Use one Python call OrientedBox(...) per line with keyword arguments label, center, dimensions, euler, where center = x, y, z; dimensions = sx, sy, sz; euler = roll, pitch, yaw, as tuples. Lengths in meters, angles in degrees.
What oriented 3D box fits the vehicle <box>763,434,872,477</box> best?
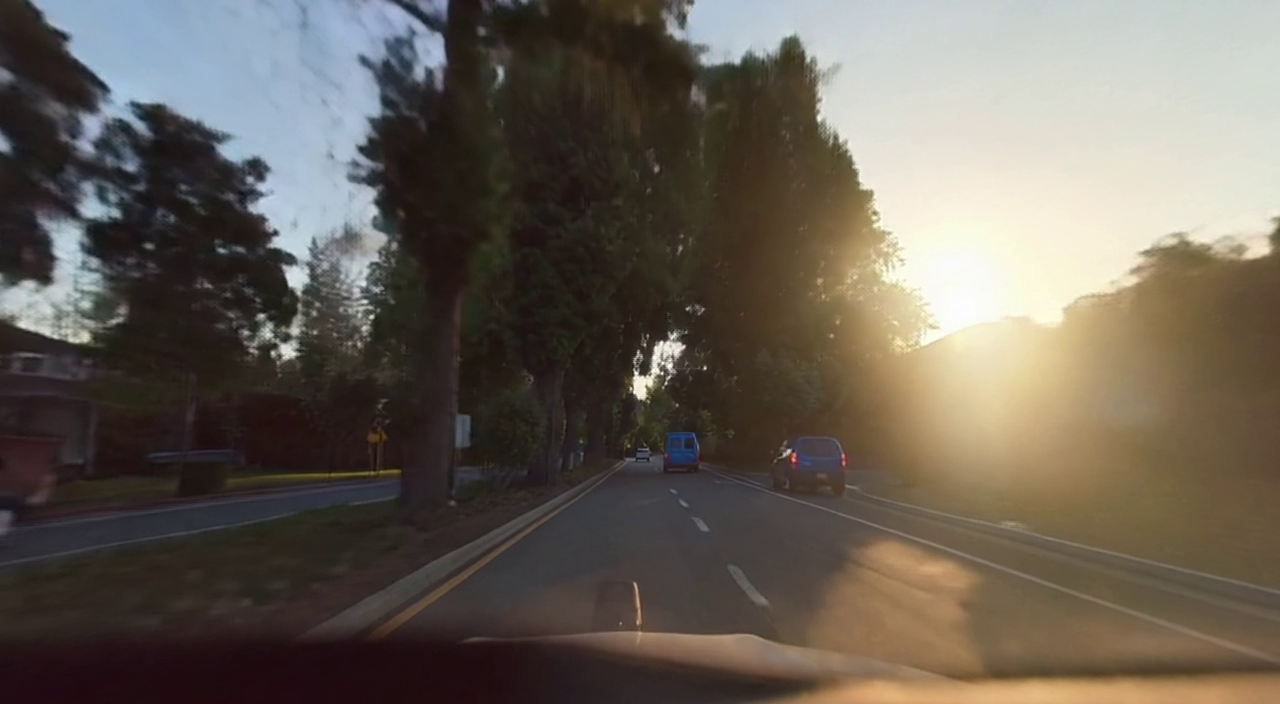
OrientedBox(label="vehicle", center=(9.208, 5.424, 33.262), dimensions=(4.990, 2.142, 2.488), euler=(0, -9, 1))
